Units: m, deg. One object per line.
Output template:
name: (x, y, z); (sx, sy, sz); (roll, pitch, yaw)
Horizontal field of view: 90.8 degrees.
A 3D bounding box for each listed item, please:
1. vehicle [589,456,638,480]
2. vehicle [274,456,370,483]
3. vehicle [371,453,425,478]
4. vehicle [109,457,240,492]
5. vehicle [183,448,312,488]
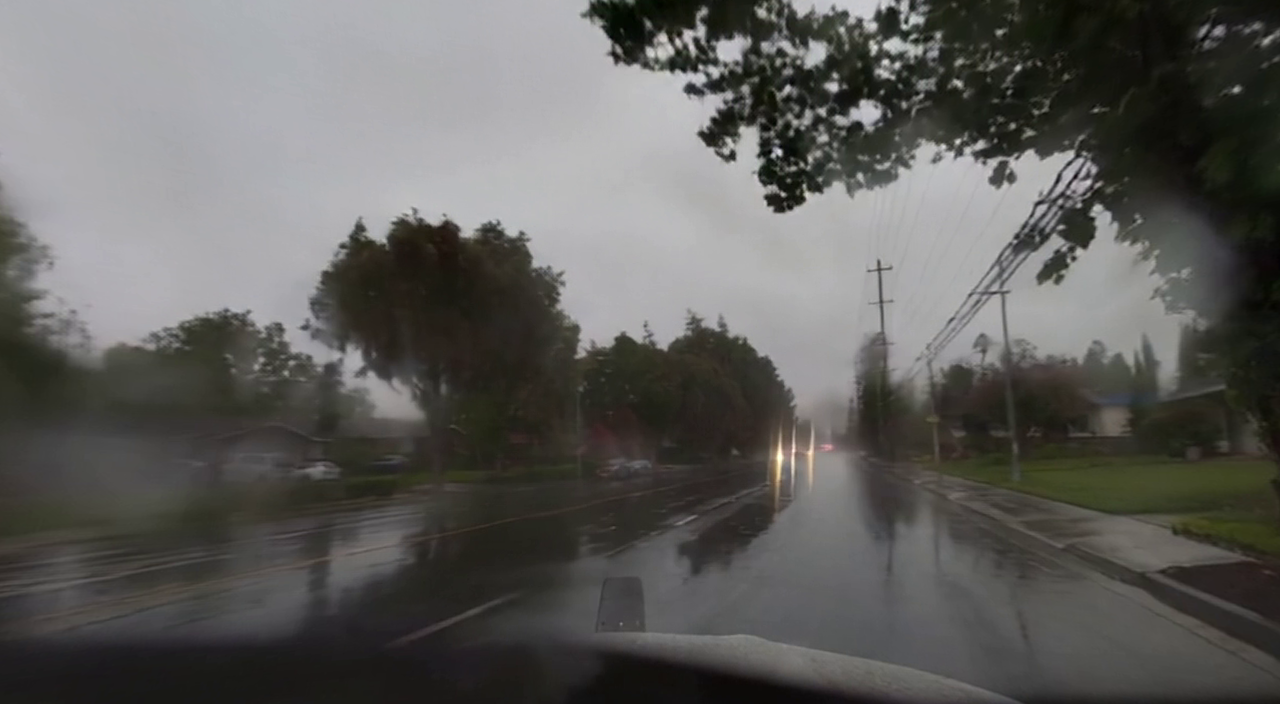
vehicle: (-1.778, 8.068, 44.025); (1.936, 1.489, 4.311); (-3, -9, 19)
vehicle: (-18.140, 6.689, 36.177); (4.326, 1.452, 2.121); (-1, -9, 5)
vehicle: (-16.322, 7.655, 42.889); (1.769, 1.414, 4.434); (1, -8, 2)
vehicle: (-21.163, 5.514, 28.772); (4.937, 1.445, 2.048); (-3, -9, 15)
vehicle: (-20.028, 5.878, 32.282); (5.866, 1.877, 2.280); (-3, -9, 19)
